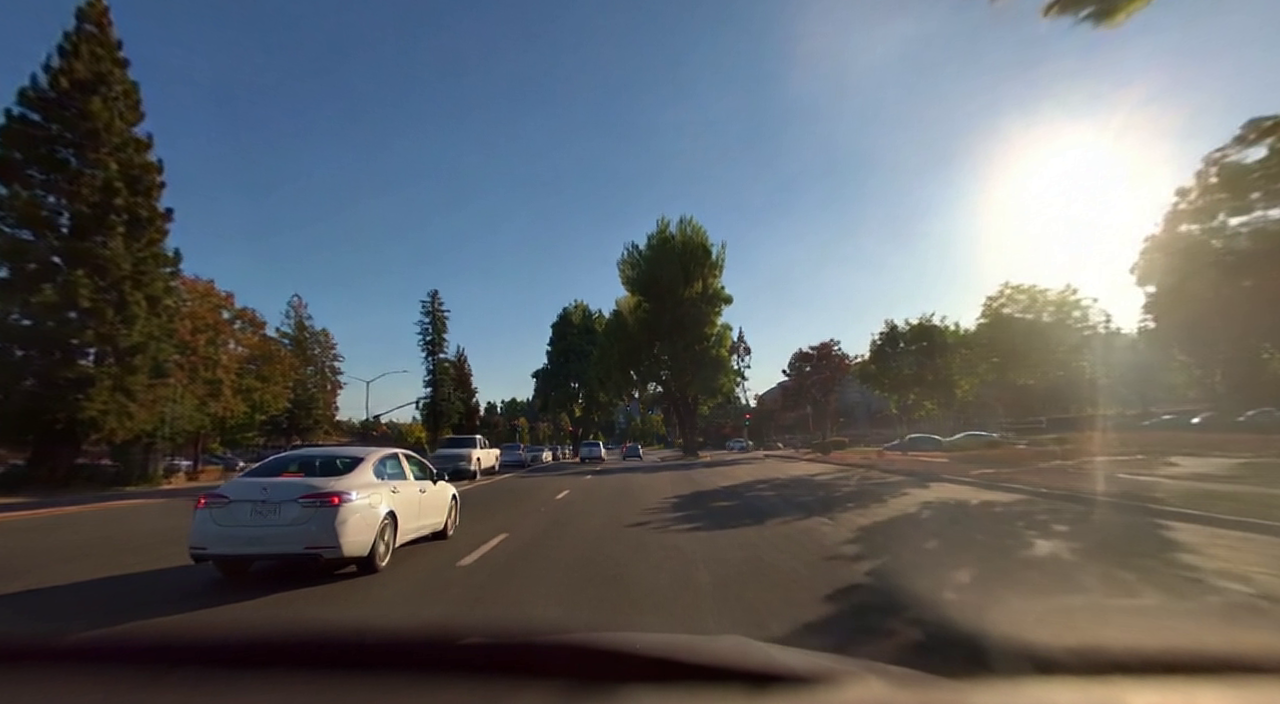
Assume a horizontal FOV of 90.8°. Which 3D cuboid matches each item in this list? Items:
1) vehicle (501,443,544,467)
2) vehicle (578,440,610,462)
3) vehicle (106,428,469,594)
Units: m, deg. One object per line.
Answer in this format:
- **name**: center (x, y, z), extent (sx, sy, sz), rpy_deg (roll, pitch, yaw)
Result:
- **vehicle**: center (-7.656, 6.762, 41.539), extent (1.920, 1.456, 4.534), rpy_deg (0, -8, 0)
- **vehicle**: center (-3.501, 7.574, 48.585), extent (2.103, 1.592, 4.160), rpy_deg (0, -8, 1)
- **vehicle**: center (-3.656, 1.708, 7.730), extent (1.905, 1.418, 4.396), rpy_deg (0, -8, 0)
